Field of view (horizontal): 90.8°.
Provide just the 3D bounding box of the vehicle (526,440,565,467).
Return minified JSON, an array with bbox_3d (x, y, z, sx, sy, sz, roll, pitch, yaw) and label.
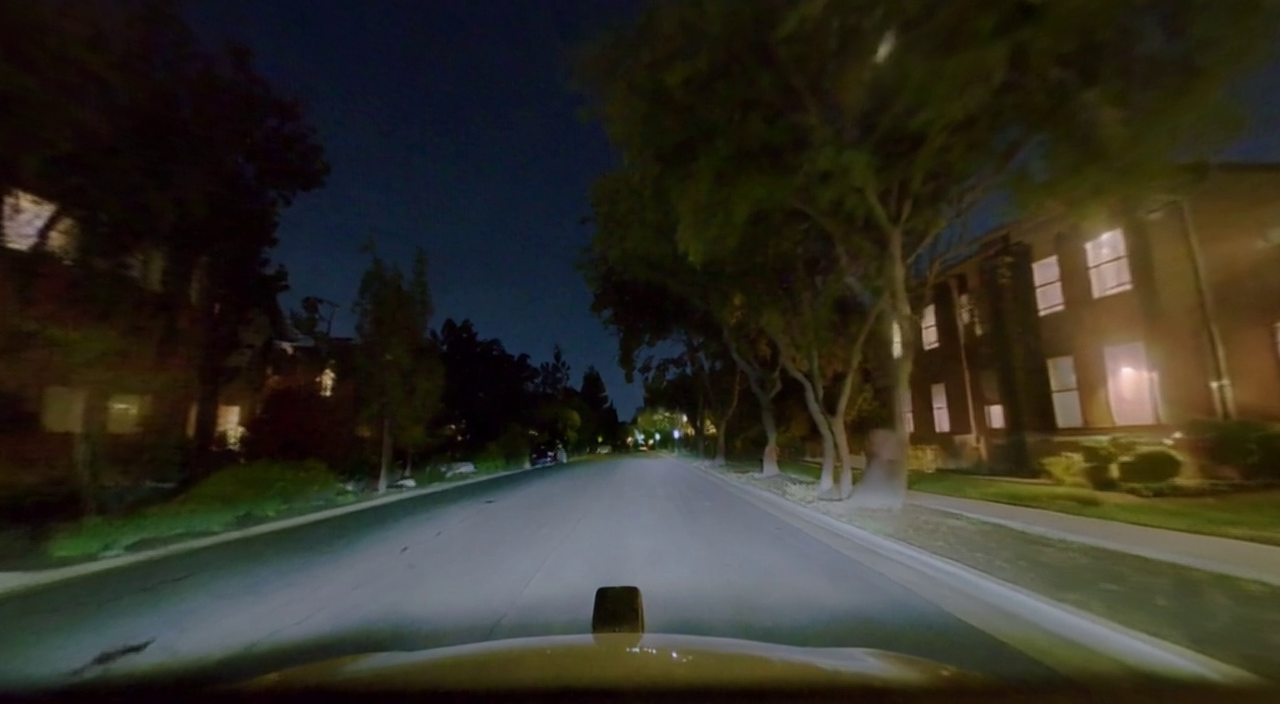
[{"bbox_3d":[-6.665,7.185,45.034,2.078,1.745,5.119,0,-8,-1],"label":"vehicle"}]
